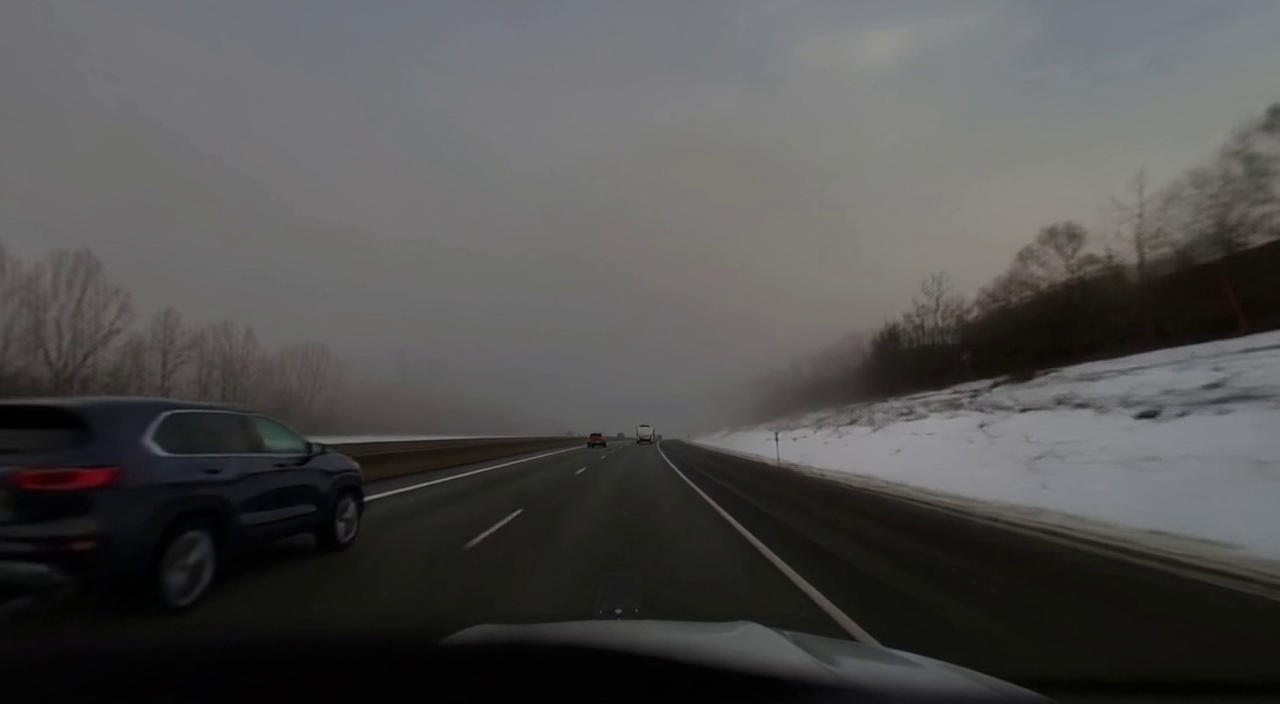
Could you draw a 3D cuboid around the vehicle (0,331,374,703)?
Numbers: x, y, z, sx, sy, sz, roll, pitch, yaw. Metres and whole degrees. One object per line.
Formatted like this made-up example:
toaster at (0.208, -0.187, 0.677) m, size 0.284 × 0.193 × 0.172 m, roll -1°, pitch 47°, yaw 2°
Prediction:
vehicle at (-3.860, 0.998, 4.561) m, size 2.018 × 1.678 × 4.312 m, roll 0°, pitch -8°, yaw -1°
